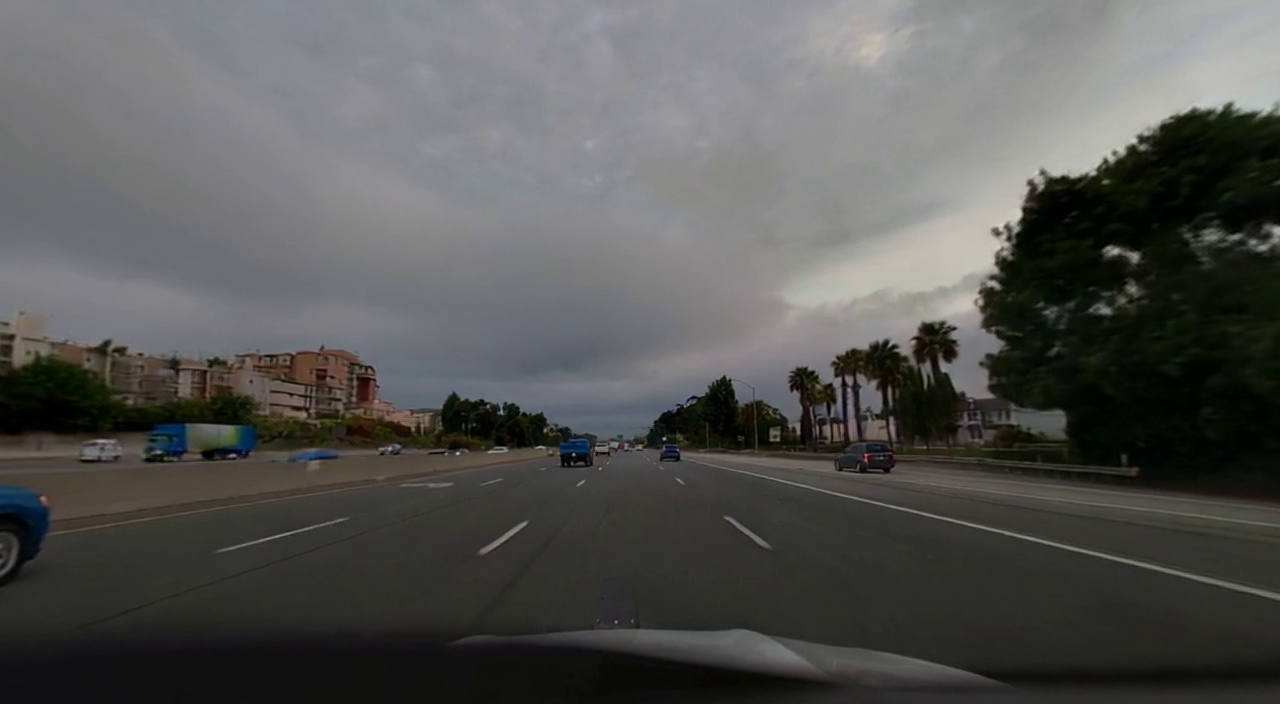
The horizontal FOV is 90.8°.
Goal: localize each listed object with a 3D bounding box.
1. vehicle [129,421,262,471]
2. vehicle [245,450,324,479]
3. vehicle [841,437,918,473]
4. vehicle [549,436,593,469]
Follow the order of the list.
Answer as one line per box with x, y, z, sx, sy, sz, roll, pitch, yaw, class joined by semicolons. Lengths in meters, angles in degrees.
-33.062;7.137;47.727;3.181;3.372;9.724;0;-9;-2;vehicle
-18.669;5.883;33.396;1.796;1.416;4.085;0;-9;0;vehicle
12.957;5.619;34.490;2.168;1.792;4.457;0;-9;-4;vehicle
-4.235;6.328;39.805;2.225;1.967;4.673;0;-9;0;vehicle
